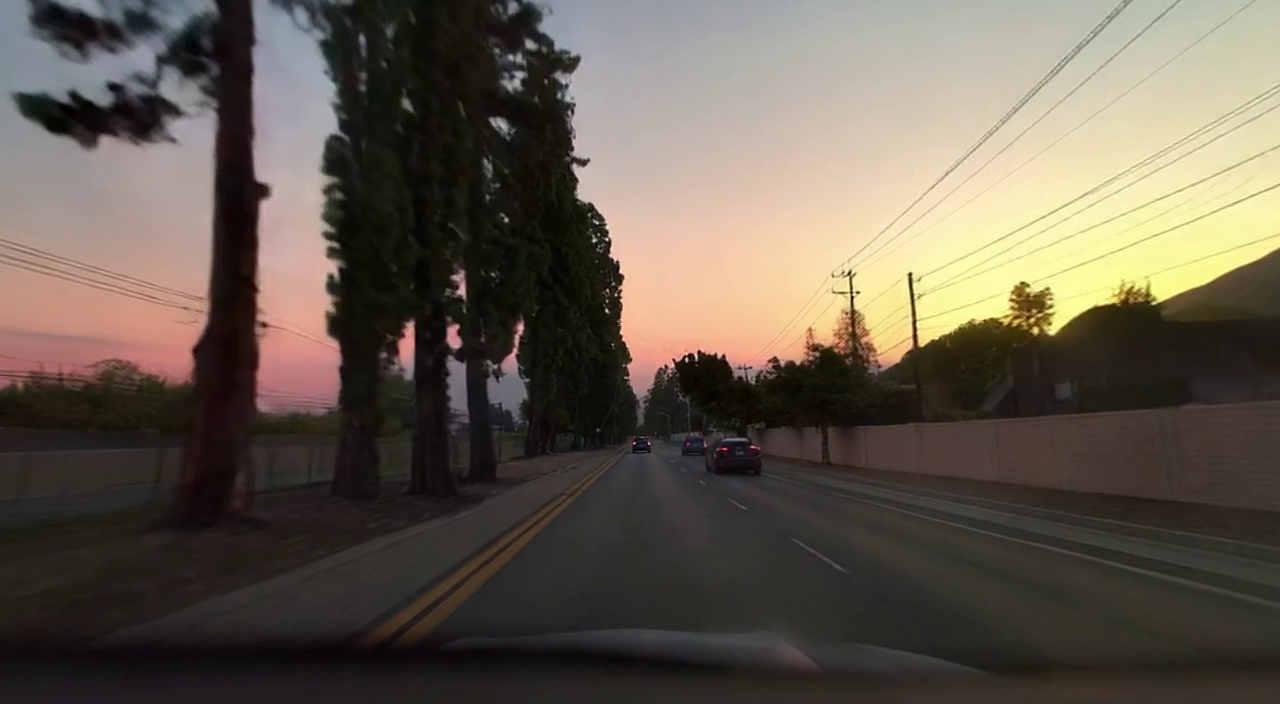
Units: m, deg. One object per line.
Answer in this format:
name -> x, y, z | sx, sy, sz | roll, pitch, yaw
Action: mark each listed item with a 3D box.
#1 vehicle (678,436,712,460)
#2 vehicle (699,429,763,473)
vehicle -> 3.872, 6.844, 45.115 | 2.012, 1.653, 4.115 | 0, -8, 0
vehicle -> 4.000, 4.456, 28.596 | 2.112, 1.825, 4.574 | 0, -8, -1
